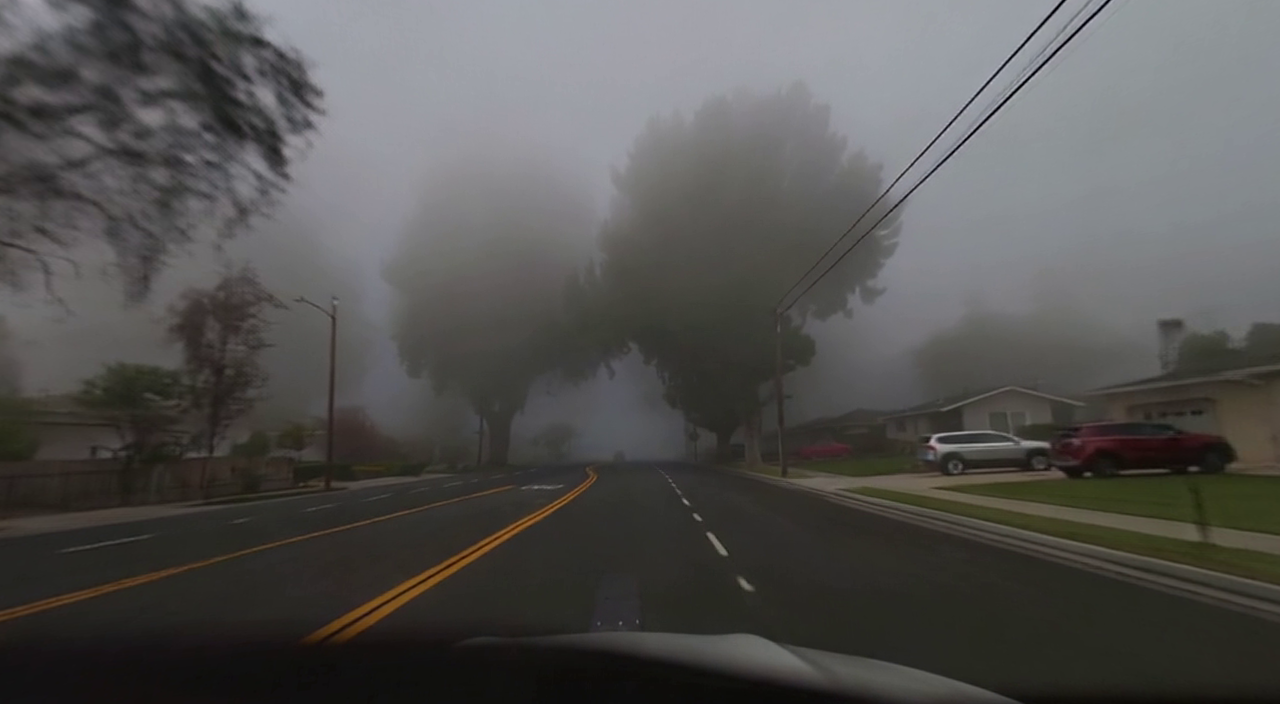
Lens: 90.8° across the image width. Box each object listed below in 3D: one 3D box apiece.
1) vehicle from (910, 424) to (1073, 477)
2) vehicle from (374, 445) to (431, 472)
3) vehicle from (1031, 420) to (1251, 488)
[{"bbox_3d":[13.335,3.778,24.284,4.912,1.895,2.047,-1,-9,6],"label":"vehicle"},{"bbox_3d":[-18.227,8.176,48.807,2.161,1.873,5.514,0,-9,0],"label":"vehicle"},{"bbox_3d":[14.827,3.036,19.013,4.652,1.871,2.097,-1,-9,7],"label":"vehicle"}]
